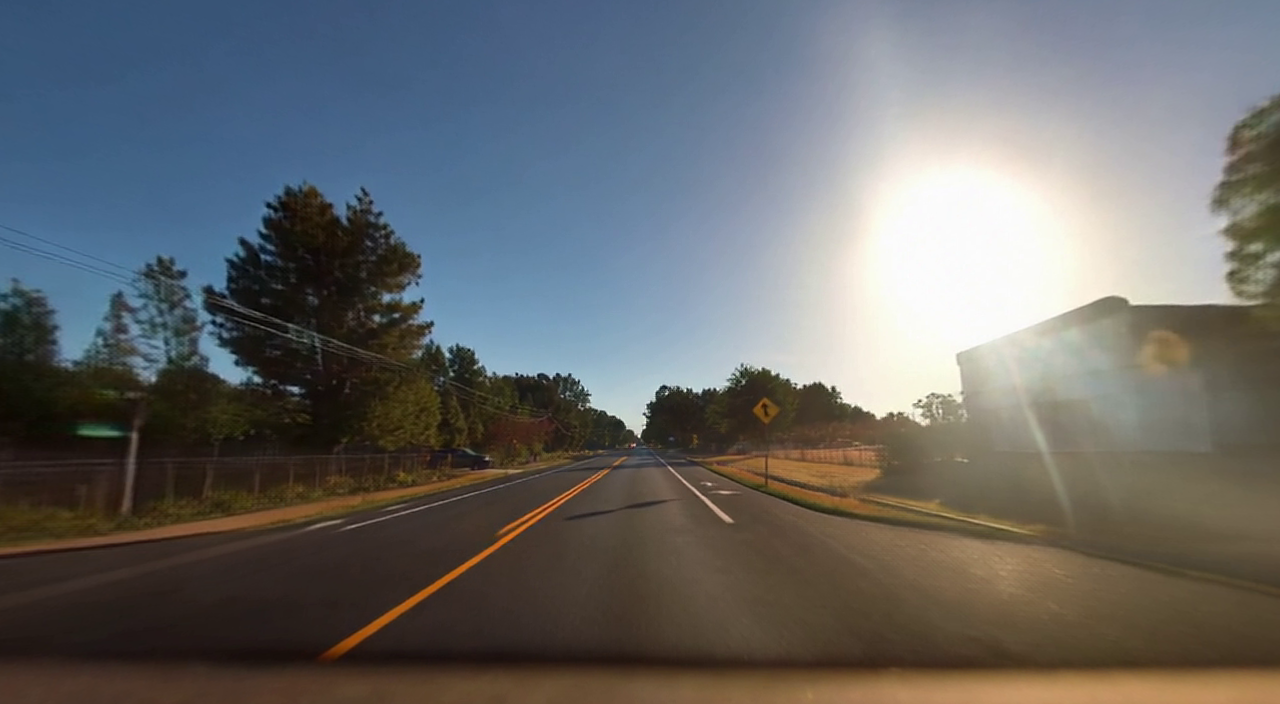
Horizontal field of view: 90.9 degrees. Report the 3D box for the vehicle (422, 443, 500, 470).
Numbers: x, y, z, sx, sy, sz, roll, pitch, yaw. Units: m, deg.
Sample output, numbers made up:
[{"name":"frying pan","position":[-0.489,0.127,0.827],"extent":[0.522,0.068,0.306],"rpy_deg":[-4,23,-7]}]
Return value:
[{"name":"vehicle","position":[-12.442,7.309,44.029],"extent":[4.813,1.763,2.048],"rpy_deg":[1,-9,0]}]
